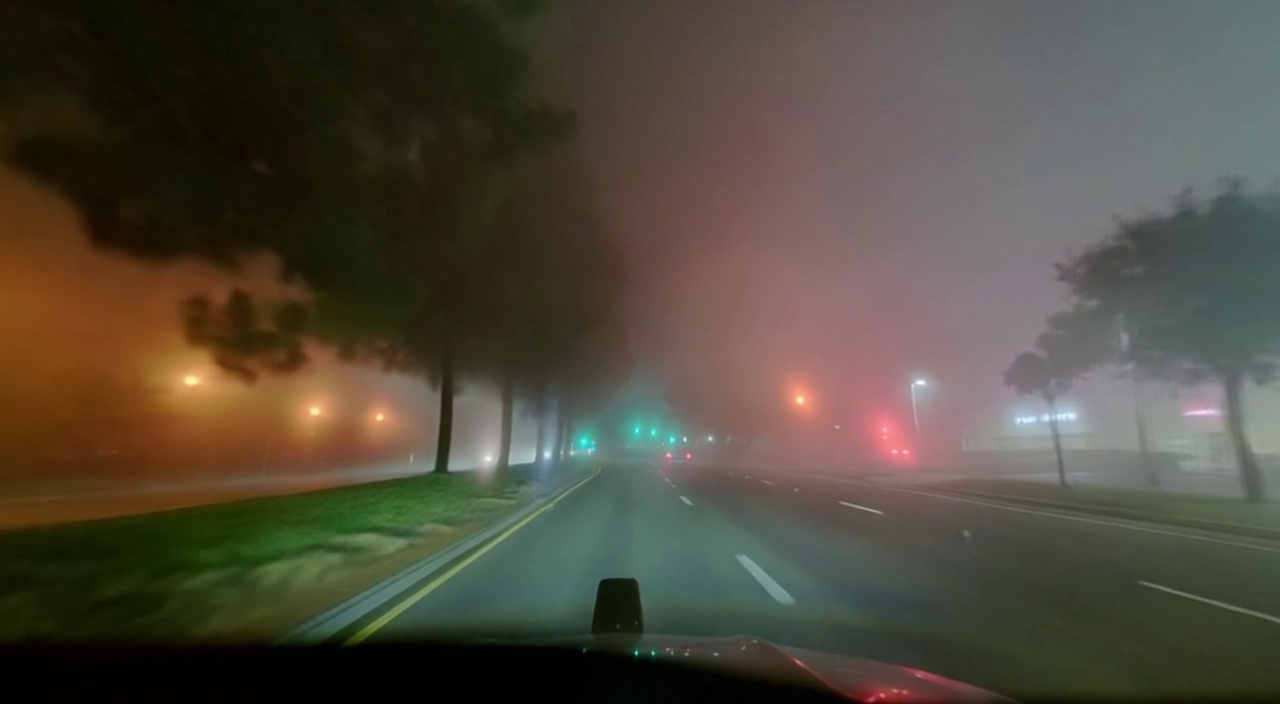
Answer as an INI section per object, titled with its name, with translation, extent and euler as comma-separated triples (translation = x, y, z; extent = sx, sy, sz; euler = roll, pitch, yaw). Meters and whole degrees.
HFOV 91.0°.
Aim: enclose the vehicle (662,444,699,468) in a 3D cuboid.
[vehicle]
translation = 2.635, 6.899, 41.905
extent = 2.015, 1.479, 4.444
euler = 0, -9, -2
